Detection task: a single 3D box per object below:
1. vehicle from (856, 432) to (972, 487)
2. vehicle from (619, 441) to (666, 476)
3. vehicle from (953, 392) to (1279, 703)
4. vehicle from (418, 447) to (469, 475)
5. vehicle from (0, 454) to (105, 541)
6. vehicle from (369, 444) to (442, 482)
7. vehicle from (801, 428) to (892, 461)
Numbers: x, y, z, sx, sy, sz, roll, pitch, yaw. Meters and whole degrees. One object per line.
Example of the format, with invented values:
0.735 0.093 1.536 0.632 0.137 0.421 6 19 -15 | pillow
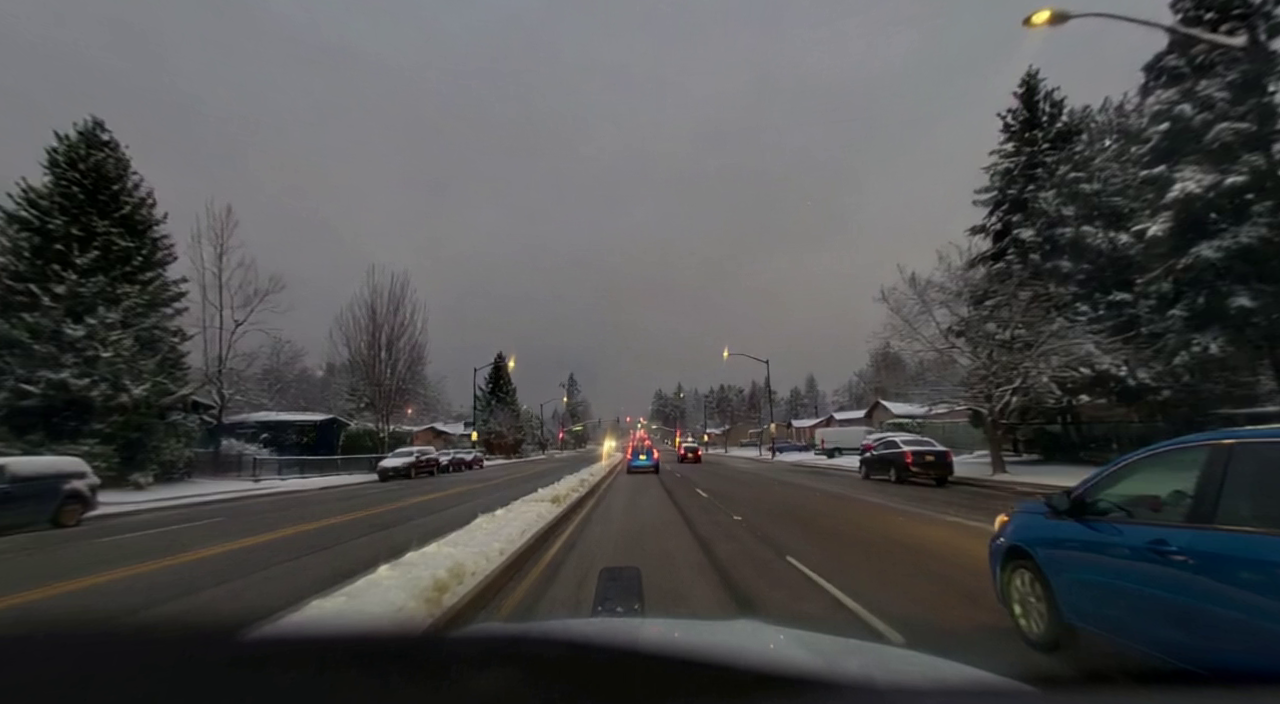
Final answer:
9.716 3.846 22.883 2.139 1.772 4.468 0 -9 -1 | vehicle
0.069 4.986 29.816 2.093 1.497 4.010 0 -9 -1 | vehicle
3.526 0.968 2.839 1.992 1.505 4.333 0 -9 0 | vehicle
-14.454 8.013 46.733 2.140 1.899 4.900 -1 -9 0 | vehicle
-14.429 3.048 13.125 2.033 1.774 5.266 0 -9 -1 | vehicle
-14.527 6.885 39.558 2.351 2.008 5.971 -4 -9 -1 | vehicle
14.728 6.639 45.360 5.696 2.299 2.292 0 -9 -2 | vehicle
